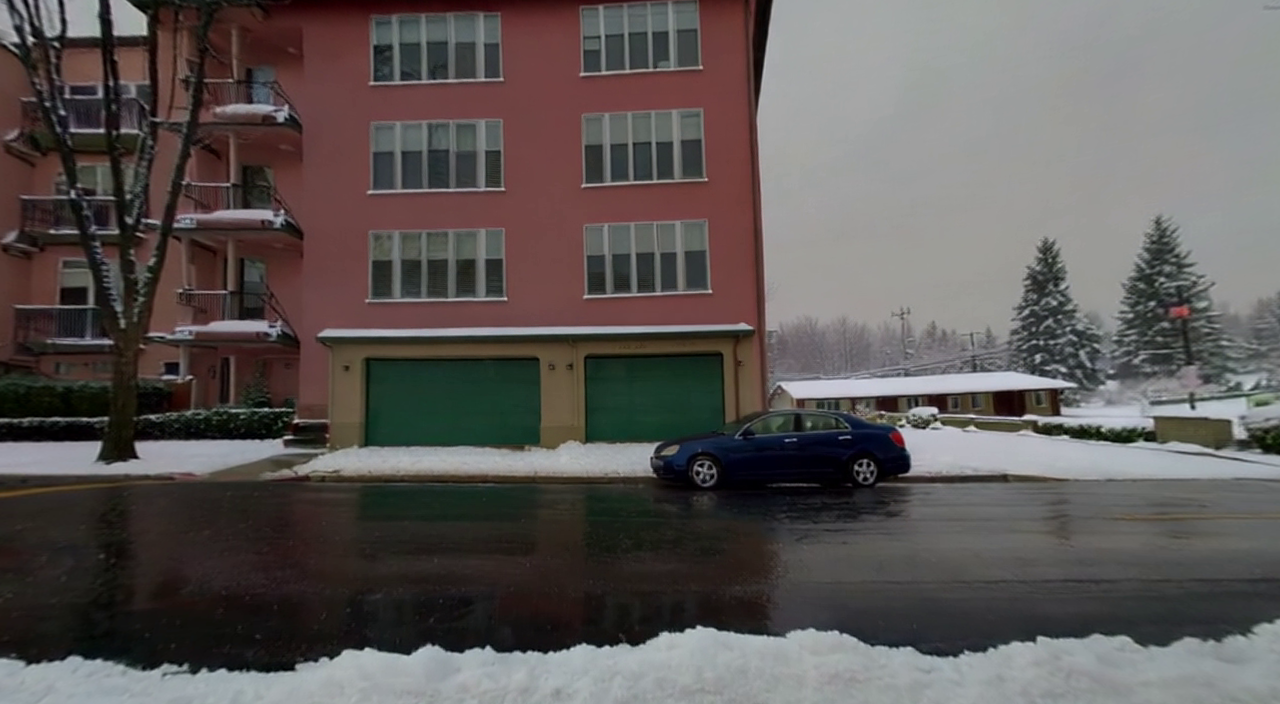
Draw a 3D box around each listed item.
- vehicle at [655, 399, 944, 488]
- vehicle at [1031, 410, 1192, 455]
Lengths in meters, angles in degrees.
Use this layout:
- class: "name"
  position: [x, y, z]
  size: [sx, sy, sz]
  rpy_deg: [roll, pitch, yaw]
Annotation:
- class: "vehicle"
  position: [2.625, 1.646, 11.338]
  size: [4.697, 1.444, 1.825]
  rpy_deg: [0, -8, 1]
- class: "vehicle"
  position: [16.156, 2.796, 21.787]
  size: [3.905, 1.475, 2.057]
  rpy_deg: [0, -8, 0]
